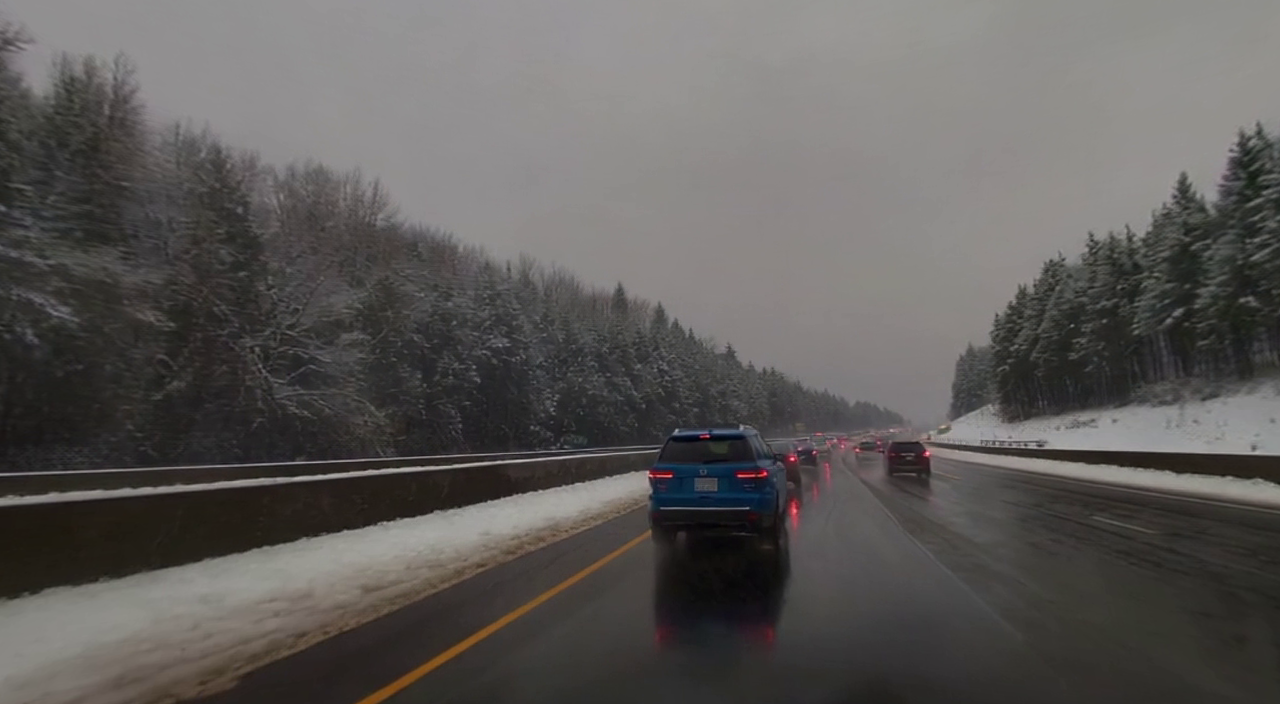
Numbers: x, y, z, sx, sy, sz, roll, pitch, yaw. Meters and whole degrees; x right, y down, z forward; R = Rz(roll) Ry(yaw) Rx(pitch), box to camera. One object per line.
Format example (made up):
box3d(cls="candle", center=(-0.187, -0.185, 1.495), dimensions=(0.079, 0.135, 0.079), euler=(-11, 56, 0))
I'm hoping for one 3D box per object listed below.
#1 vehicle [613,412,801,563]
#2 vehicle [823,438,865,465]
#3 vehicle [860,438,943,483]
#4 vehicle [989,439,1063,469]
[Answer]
box3d(cls="vehicle", center=(1.209, 1.801, 9.163), dimensions=(2.021, 1.635, 4.085), euler=(-2, -9, 16))
box3d(cls="vehicle", center=(12.583, 6.134, 39.061), dimensions=(1.857, 1.584, 3.976), euler=(-1, -8, 9))
box3d(cls="vehicle", center=(9.429, 3.912, 23.097), dimensions=(1.962, 1.442, 4.536), euler=(-2, -8, 12))
box3d(cls="vehicle", center=(20.244, 5.332, 33.216), dimensions=(1.990, 1.478, 4.475), euler=(-2, -9, 14))
